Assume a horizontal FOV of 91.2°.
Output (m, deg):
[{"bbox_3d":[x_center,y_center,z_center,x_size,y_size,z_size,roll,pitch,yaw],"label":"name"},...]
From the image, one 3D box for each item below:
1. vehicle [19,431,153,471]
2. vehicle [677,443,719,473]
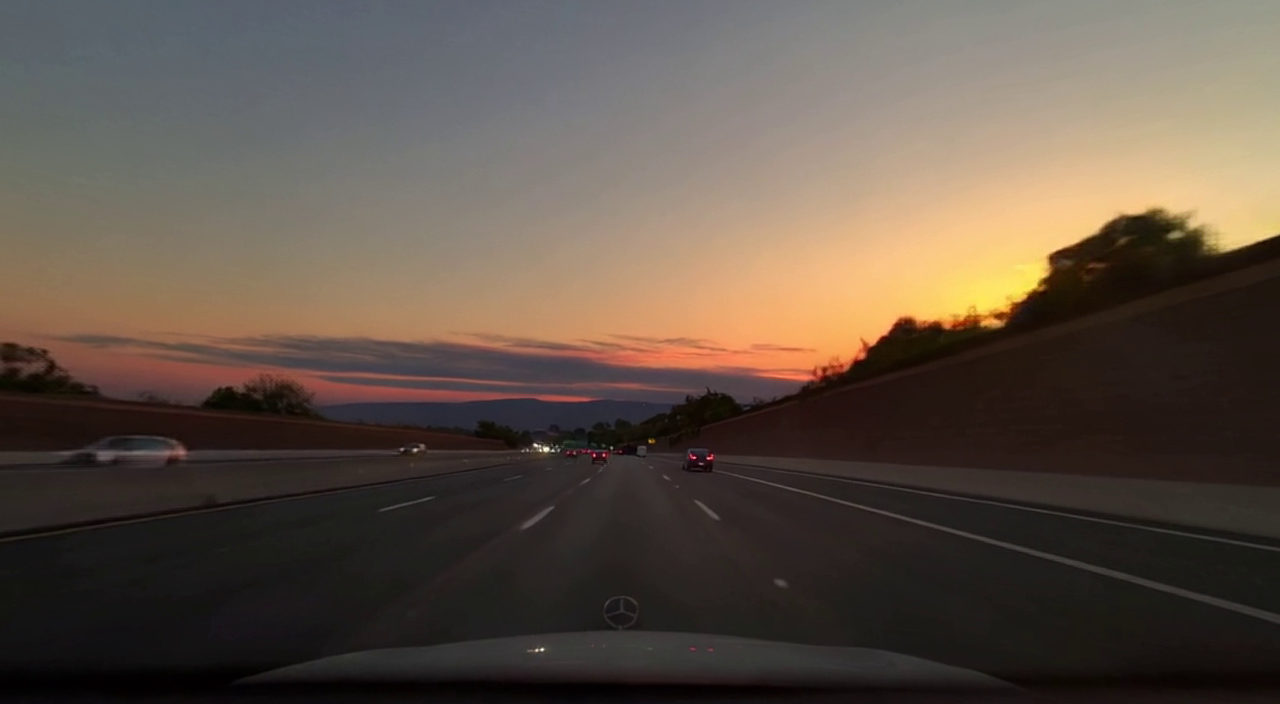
[{"bbox_3d":[-23.629,4.261,26.979,1.766,1.537,4.352,-1,-9,0],"label":"vehicle"},{"bbox_3d":[3.152,5.849,34.742,1.895,1.555,4.030,0,-9,0],"label":"vehicle"}]
